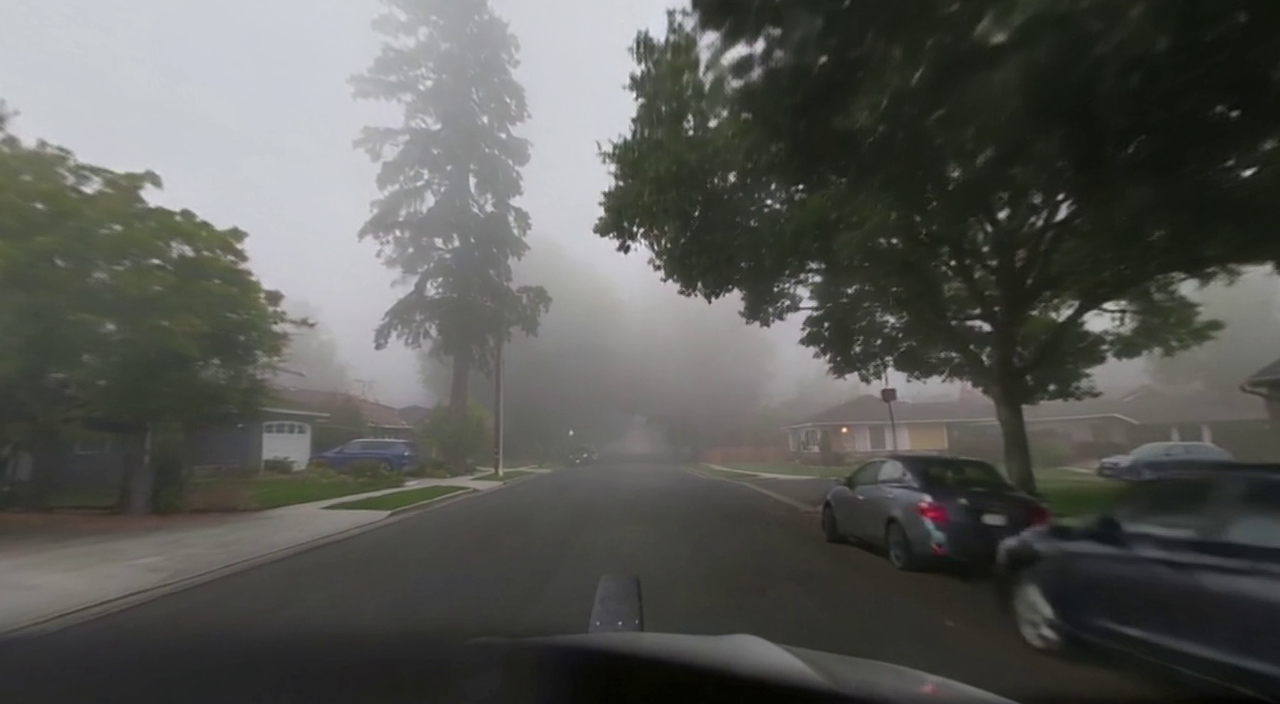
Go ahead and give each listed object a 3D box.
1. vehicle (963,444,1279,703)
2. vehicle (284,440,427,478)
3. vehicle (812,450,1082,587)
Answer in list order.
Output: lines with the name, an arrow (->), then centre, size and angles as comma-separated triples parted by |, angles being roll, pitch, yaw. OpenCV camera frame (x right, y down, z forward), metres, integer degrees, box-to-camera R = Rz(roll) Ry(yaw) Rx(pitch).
vehicle -> 3.637, 1.187, 2.996 | 1.857, 1.480, 4.201 | 0, -9, -2
vehicle -> -13.934, 5.285, 31.309 | 5.863, 1.773, 2.451 | 0, -9, -4
vehicle -> 3.867, 2.114, 8.839 | 1.849, 1.470, 3.807 | 0, -9, 0
